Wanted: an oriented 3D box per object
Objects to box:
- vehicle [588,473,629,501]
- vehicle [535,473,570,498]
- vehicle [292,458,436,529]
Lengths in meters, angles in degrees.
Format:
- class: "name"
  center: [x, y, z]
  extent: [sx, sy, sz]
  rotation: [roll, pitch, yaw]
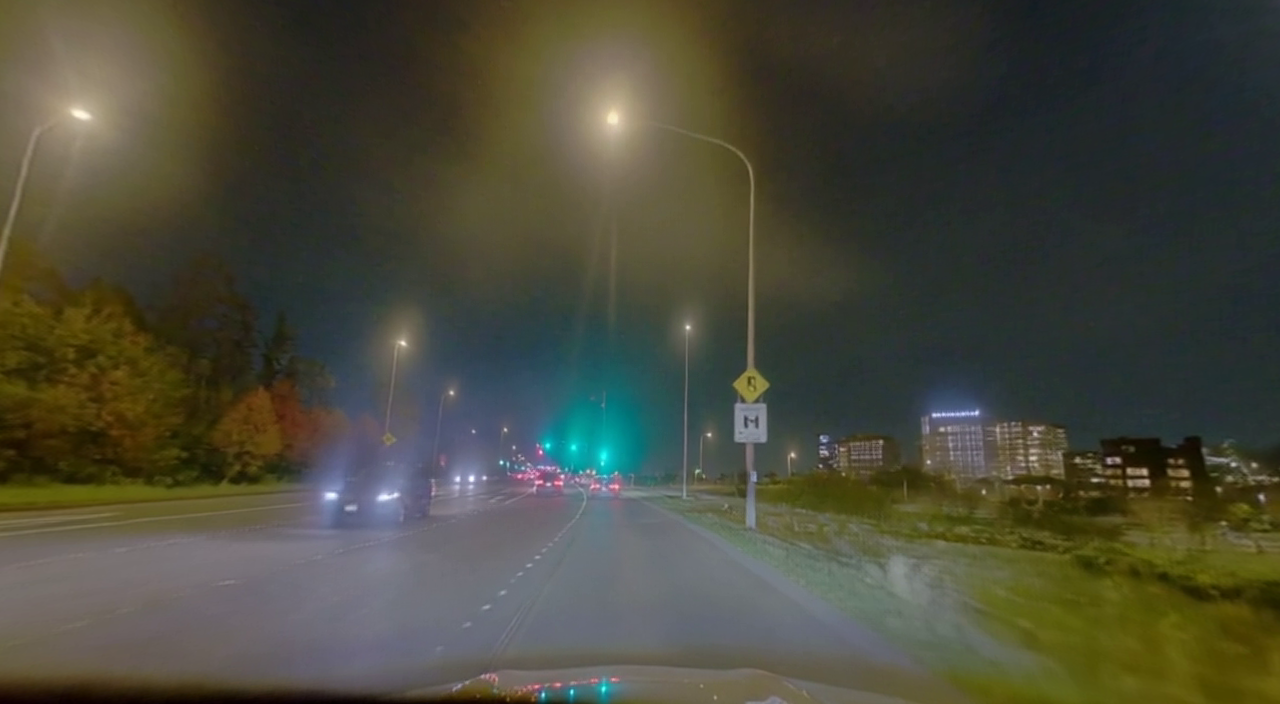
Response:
- class: "vehicle"
  center: [-1.936, 7.949, 37.260]
  extent: [2.129, 1.471, 4.258]
  rotation: [2, -11, -6]
- class: "vehicle"
  center: [-5.593, 8.601, 40.831]
  extent: [2.030, 1.441, 4.806]
  rotation: [2, -11, -6]
- class: "vehicle"
  center: [-7.023, 3.644, 16.630]
  extent: [2.016, 1.573, 4.259]
  rotation: [2, -11, -3]
